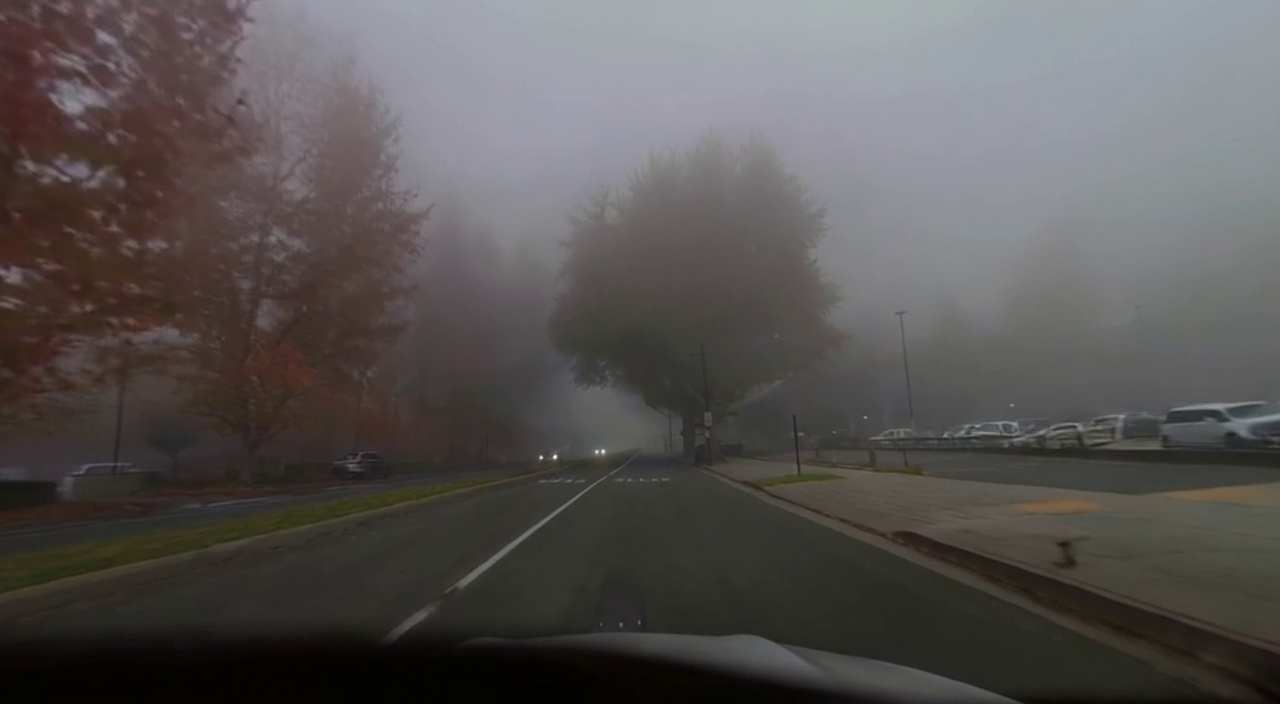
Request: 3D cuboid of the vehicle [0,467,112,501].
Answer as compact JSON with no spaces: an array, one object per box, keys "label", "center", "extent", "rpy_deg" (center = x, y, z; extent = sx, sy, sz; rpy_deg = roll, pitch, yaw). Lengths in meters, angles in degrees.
[{"label":"vehicle","center":[-27.798,6.239,29.791],"extent":[3.844,1.448,1.746],"rpy_deg":[0,-8,1]}]
